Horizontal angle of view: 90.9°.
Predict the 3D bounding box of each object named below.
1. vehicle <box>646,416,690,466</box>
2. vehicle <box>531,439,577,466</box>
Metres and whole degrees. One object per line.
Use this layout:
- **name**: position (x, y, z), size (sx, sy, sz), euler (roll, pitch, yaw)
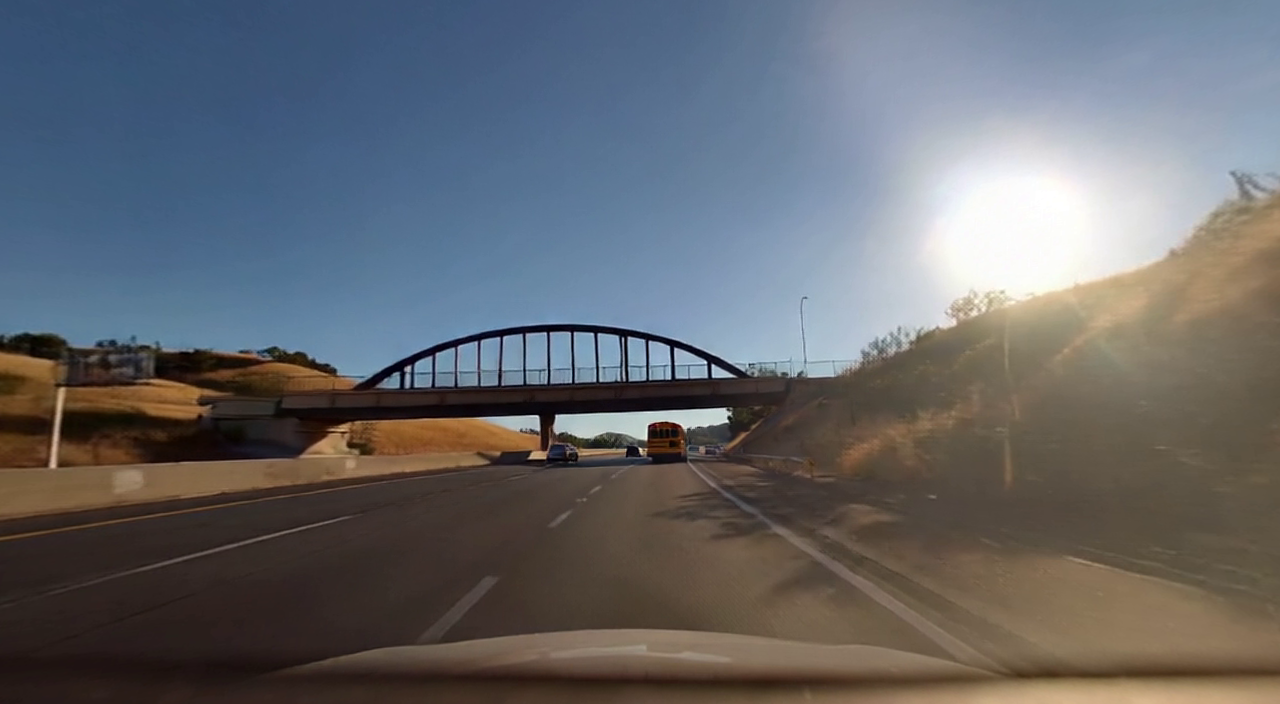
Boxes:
- **vehicle**: position (2.268, 6.723, 47.582), size (2.945, 3.295, 10.406), euler (-1, -8, 4)
- **vehicle**: position (-5.755, 6.819, 43.000), size (2.172, 1.689, 4.625), euler (-1, -8, 4)
